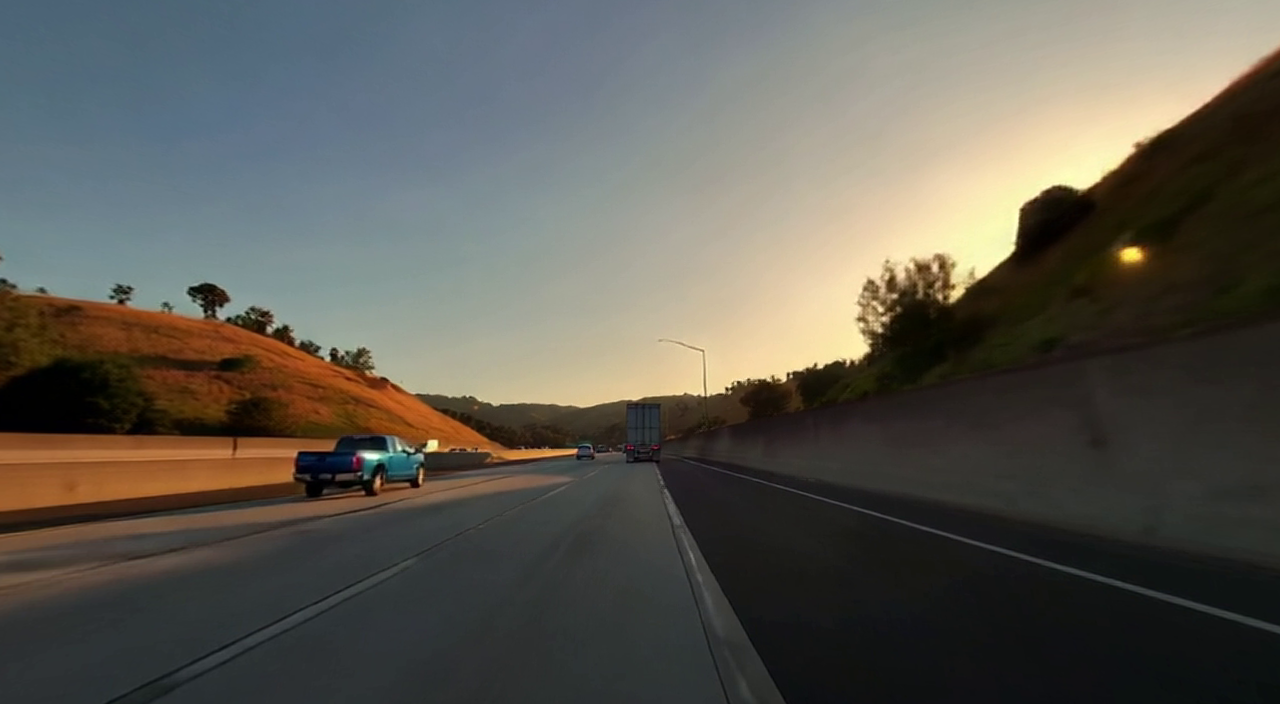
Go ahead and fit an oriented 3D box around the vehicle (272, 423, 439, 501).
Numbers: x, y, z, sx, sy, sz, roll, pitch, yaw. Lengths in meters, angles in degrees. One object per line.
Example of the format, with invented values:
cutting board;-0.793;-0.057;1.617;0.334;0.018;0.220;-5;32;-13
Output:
vehicle;-7.695;3.039;17.855;2.113;1.837;5.339;0;-8;1

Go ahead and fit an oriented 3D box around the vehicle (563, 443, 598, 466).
vehicle;-4.230;7.374;45.554;1.983;1.508;4.060;0;-8;2

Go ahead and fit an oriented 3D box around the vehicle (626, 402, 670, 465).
vehicle;0.623;6.582;49.841;2.951;4.229;15.519;0;-8;1
